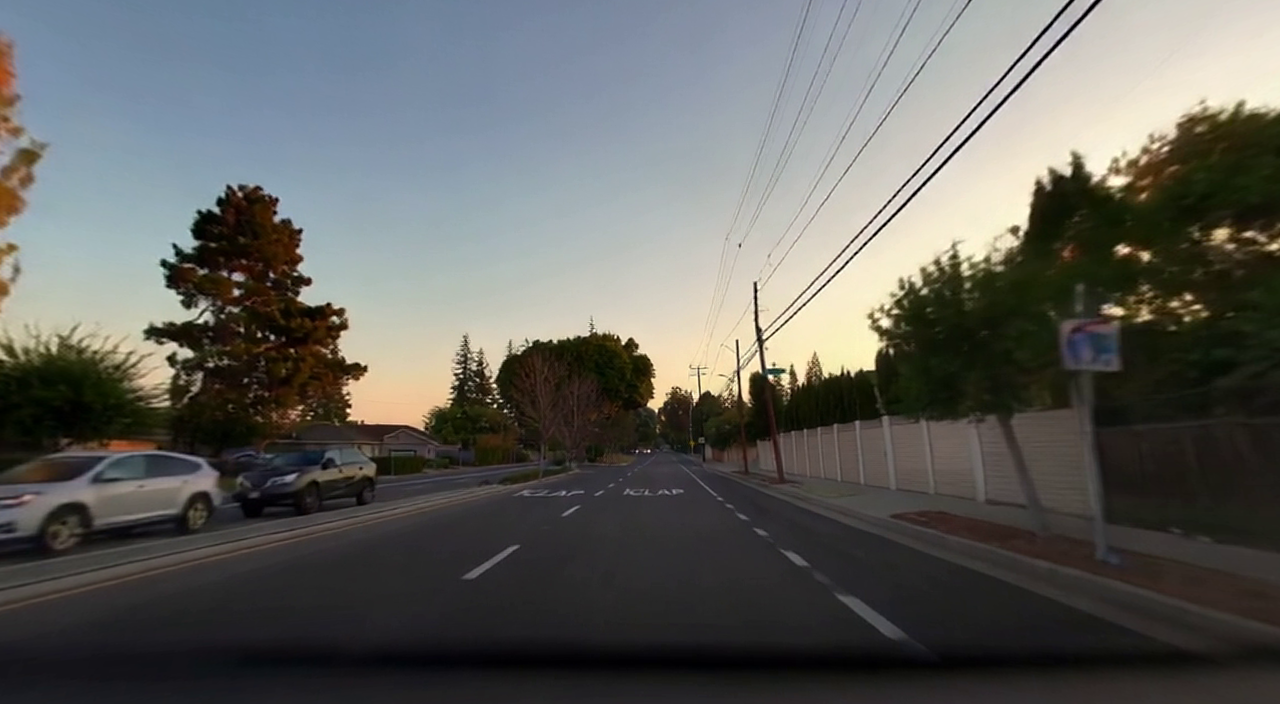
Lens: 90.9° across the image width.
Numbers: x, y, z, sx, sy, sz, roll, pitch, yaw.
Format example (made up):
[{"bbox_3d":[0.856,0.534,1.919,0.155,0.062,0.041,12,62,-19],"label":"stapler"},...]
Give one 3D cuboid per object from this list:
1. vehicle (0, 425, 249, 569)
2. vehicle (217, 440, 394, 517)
[{"bbox_3d":[-8.823,2.175,9.988,2.075,1.733,4.947,-3,-9,0],"label":"vehicle"},{"bbox_3d":[-8.751,3.316,17.148,2.084,1.741,4.737,-2,-9,2],"label":"vehicle"}]
